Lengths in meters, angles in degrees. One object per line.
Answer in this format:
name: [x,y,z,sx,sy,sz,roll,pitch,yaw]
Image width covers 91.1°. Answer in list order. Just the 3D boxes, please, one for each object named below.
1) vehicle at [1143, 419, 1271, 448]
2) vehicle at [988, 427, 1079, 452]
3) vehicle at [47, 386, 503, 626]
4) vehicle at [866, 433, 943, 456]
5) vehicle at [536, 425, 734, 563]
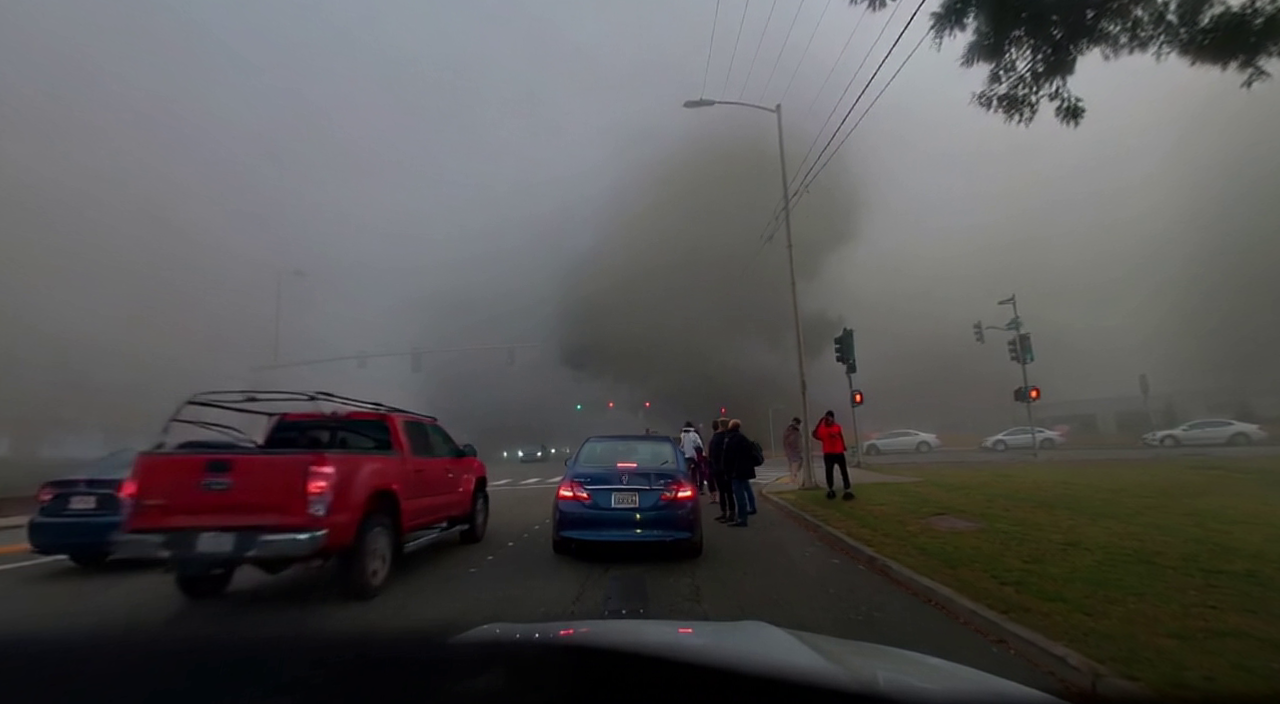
vehicle: [30.631,4.460,34.122,4.739,1.472,1.804,-5,-10,29]
vehicle: [23.824,5.328,38.152,4.454,1.440,1.816,-5,-10,30]
vehicle: [-3.380,1.555,7.406,2.223,1.826,4.990,0,-9,2]
vehicle: [17.496,6.127,41.572,4.441,1.452,1.798,-5,-10,30]
vehicle: [-0.040,1.887,9.077,2.182,1.501,4.150,0,-9,0]
